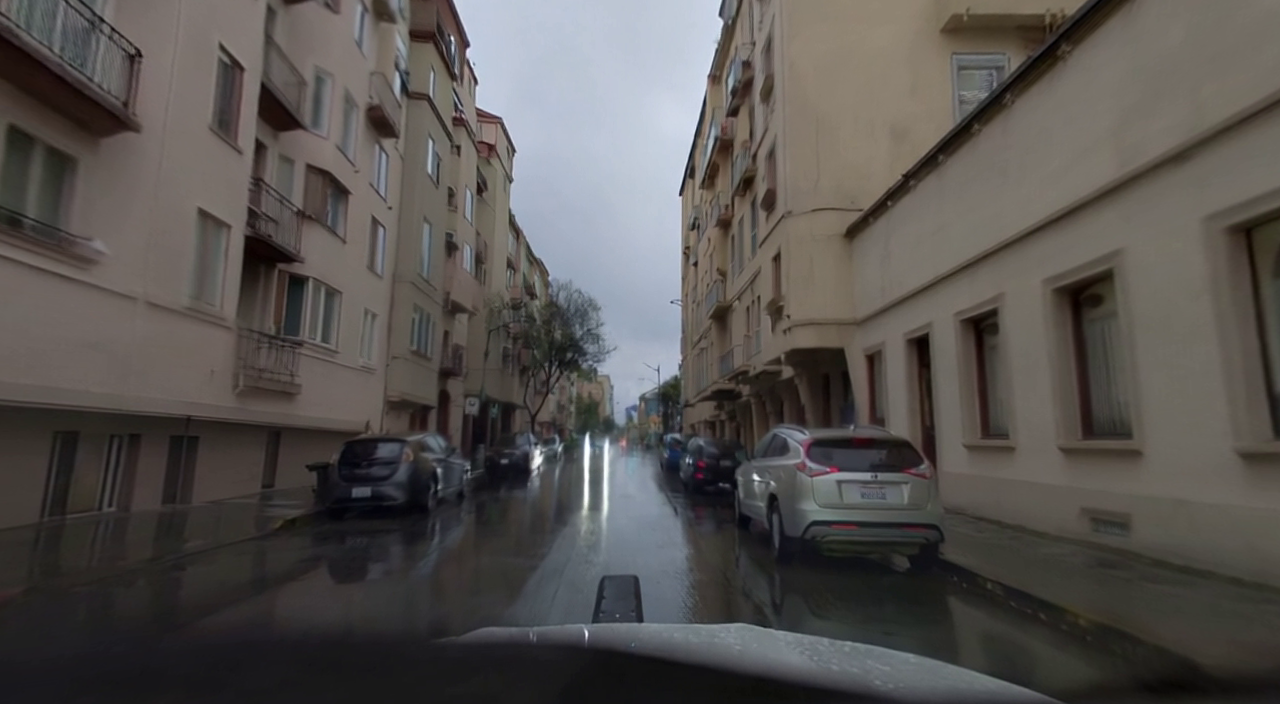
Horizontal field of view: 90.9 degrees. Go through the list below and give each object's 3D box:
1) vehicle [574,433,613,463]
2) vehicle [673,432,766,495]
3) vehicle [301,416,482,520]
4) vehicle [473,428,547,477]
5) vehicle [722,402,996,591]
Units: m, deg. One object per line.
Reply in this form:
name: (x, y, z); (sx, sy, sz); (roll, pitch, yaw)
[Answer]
vehicle: (-2.468, 5.174, 34.106); (1.845, 1.544, 3.388); (0, -8, 0)
vehicle: (1.976, 2.909, 16.951); (1.786, 1.447, 4.314); (0, -8, -2)
vehicle: (-4.550, 2.235, 12.383); (1.883, 1.499, 4.426); (6, -10, -3)
vehicle: (-4.846, 3.834, 24.092); (1.942, 1.521, 3.761); (5, -9, 0)
vehicle: (2.227, 1.560, 7.673); (1.839, 1.678, 3.918); (0, -8, -1)
